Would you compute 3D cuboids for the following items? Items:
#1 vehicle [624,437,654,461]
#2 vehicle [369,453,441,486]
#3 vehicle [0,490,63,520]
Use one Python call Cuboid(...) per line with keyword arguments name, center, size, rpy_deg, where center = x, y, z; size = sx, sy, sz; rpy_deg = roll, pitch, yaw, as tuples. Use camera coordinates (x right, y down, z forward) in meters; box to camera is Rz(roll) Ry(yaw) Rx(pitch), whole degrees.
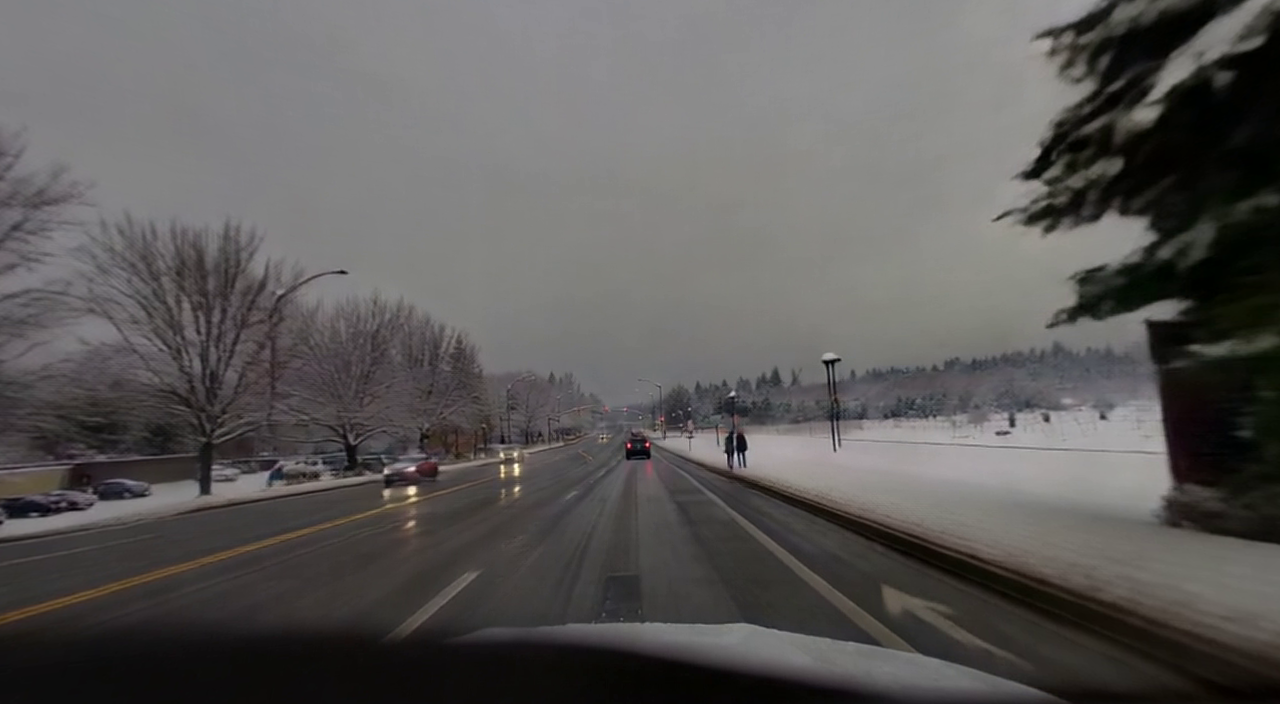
Cuboid(name="vehicle", center=(-0.080, 7.610, 49.721), size=(2.228, 1.790, 4.180), rpy_deg=(0, -9, -1))
Cuboid(name="vehicle", center=(-11.782, 5.884, 32.022), size=(2.011, 1.475, 4.536), rpy_deg=(0, -9, -1))
Cuboid(name="vehicle", center=(-42.869, 10.440, 43.125), size=(4.793, 1.735, 1.979), rpy_deg=(0, -9, -5))
